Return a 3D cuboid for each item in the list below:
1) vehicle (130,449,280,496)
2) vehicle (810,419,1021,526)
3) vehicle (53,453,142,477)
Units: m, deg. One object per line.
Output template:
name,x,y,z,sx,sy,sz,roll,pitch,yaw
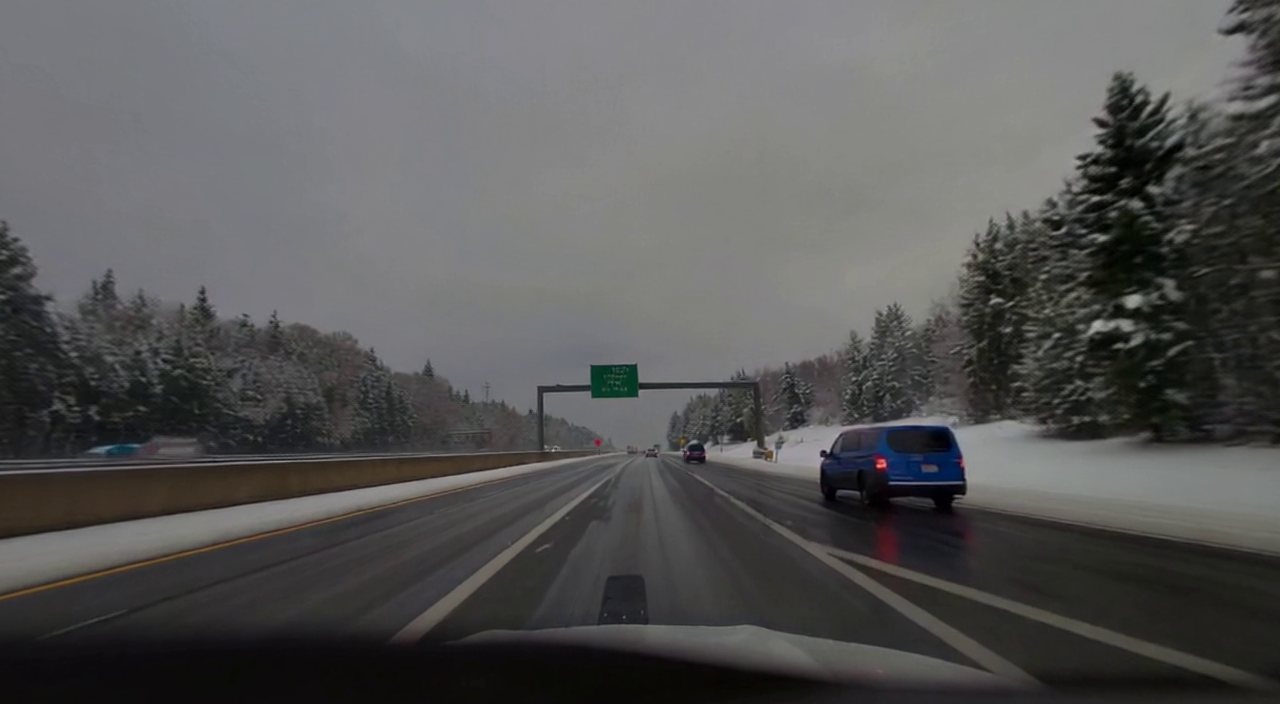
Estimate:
vehicle,-15.156,4.188,22.355,1.903,1.486,4.666,0,-9,1
vehicle,5.316,2.381,12.984,1.971,1.795,4.389,1,-9,-6
vehicle,-34.474,7.176,40.224,1.603,1.342,4.588,0,-9,0
